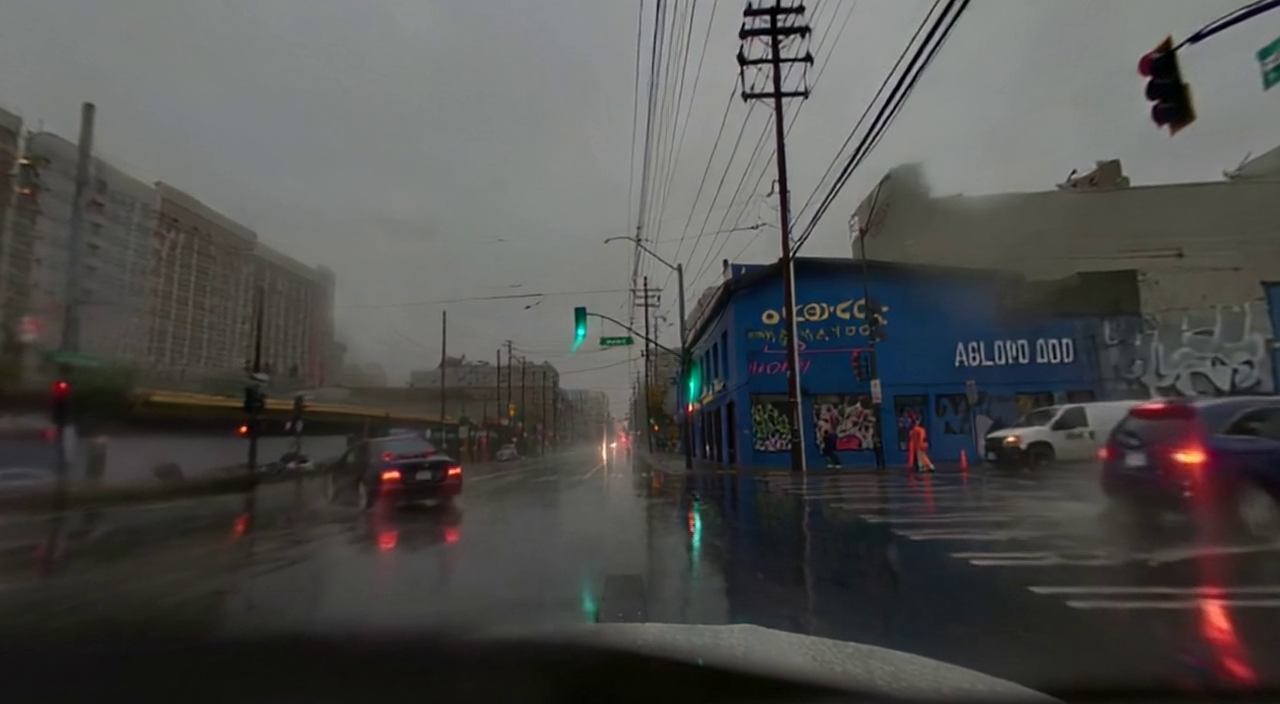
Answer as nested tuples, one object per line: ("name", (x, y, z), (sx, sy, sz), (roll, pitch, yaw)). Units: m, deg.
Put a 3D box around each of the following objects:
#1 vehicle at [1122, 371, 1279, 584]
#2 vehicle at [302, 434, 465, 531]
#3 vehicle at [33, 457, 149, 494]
("vehicle", (7.399, 1.096, 5.718), (4.714, 1.686, 1.973), (1, -8, -9))
("vehicle", (-5.077, 2.350, 12.124), (2.097, 1.457, 4.439), (5, -10, -31))
("vehicle", (-23.518, 5.285, 27.156), (3.360, 1.392, 1.674), (-1, -9, -1))
